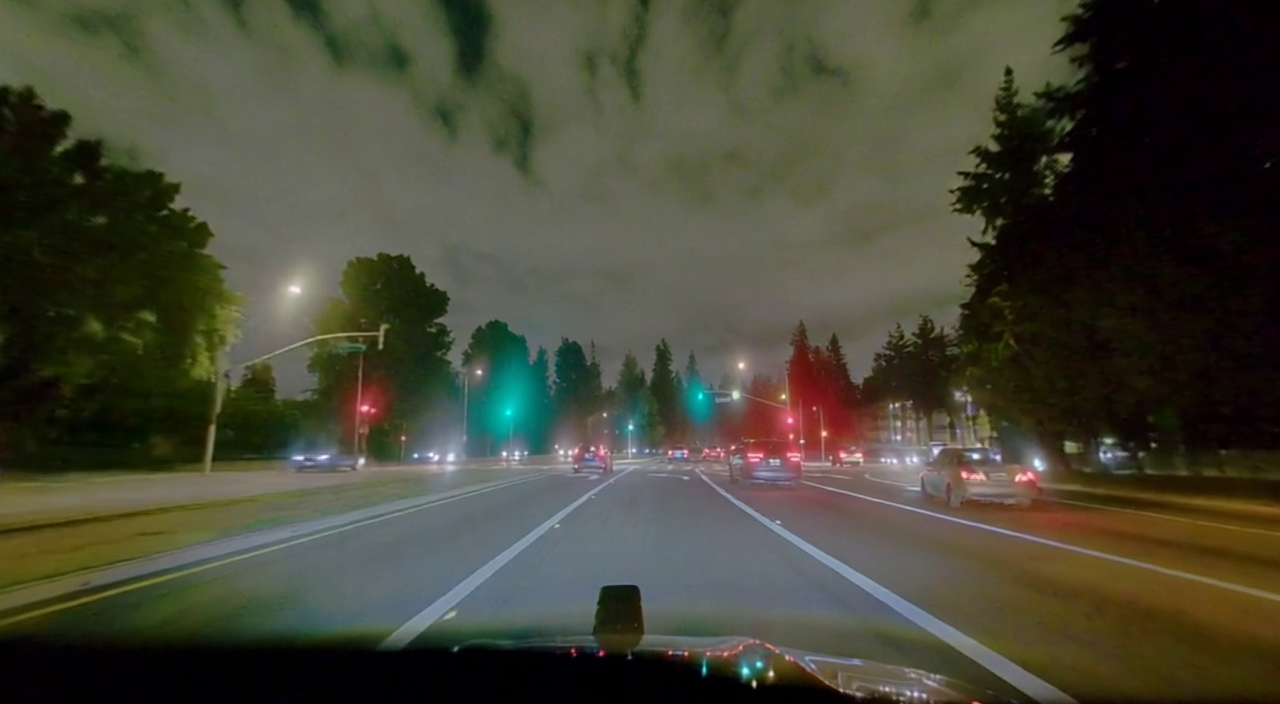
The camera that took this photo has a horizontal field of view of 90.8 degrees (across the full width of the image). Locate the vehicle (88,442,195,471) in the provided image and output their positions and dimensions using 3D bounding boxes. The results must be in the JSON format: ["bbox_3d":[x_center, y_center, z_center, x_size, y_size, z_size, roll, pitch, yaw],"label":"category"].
[{"bbox_3d":[-30.745,6.439,39.139,4.661,1.711,1.992,3,-8,-16],"label":"vehicle"}]

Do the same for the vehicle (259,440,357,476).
[{"bbox_3d":[-15.094,4.833,29.039,1.907,1.493,4.433,0,-8,3],"label":"vehicle"}]

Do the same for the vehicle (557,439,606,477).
[{"bbox_3d":[-2.950,5.510,33.007,2.258,1.812,4.650,0,-8,-2],"label":"vehicle"}]

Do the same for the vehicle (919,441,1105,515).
[{"bbox_3d":[8.467,2.864,14.914,1.949,1.492,4.103,0,-8,1],"label":"vehicle"}]

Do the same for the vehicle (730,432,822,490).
[{"bbox_3d":[4.634,3.800,22.321,2.209,1.813,4.724,0,-8,0],"label":"vehicle"}]

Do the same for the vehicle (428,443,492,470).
[{"bbox_3d":[-10.700,6.240,37.900,2.261,1.477,4.490,0,-8,3],"label":"vehicle"}]

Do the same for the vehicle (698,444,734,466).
[{"bbox_3d":[5.262,7.191,44.287,2.064,1.474,4.389,0,-8,2],"label":"vehicle"}]
